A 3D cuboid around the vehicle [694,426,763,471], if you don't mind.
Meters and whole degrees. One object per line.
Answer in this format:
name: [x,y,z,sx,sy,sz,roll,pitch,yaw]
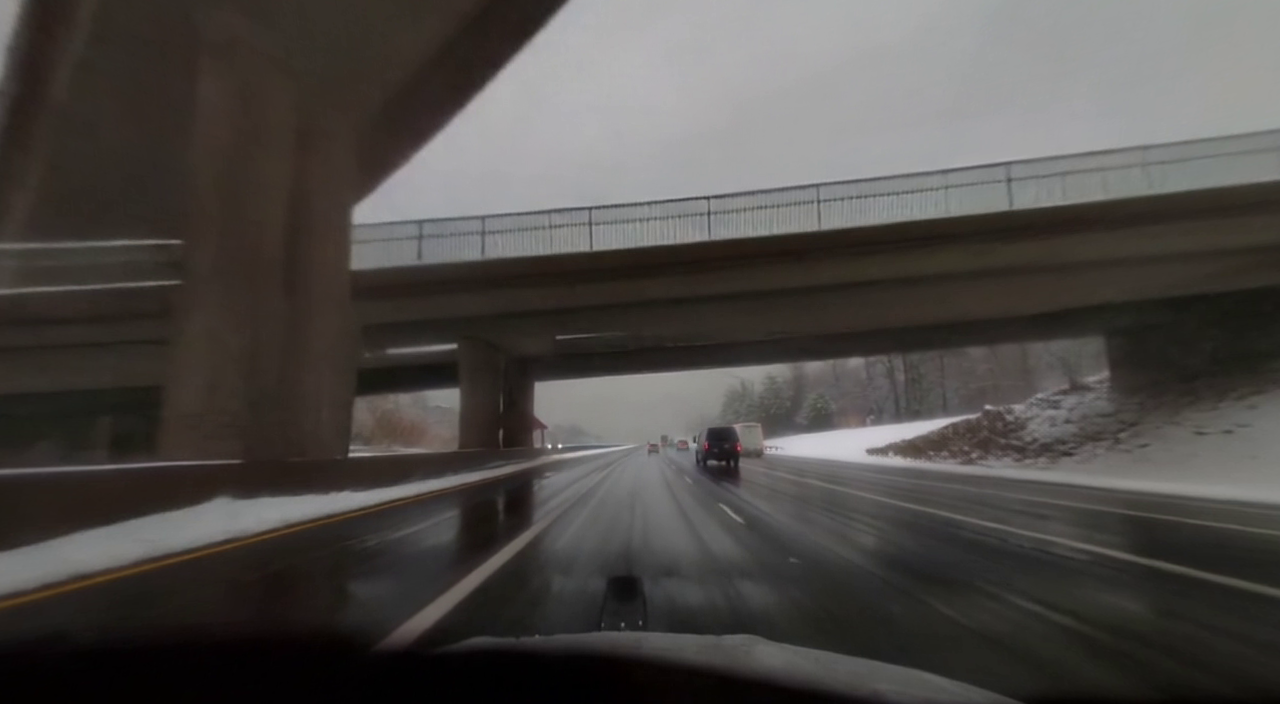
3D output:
vehicle: [4.248,4.777,31.350,2.505,2.020,5.532,0,-8,-1]
